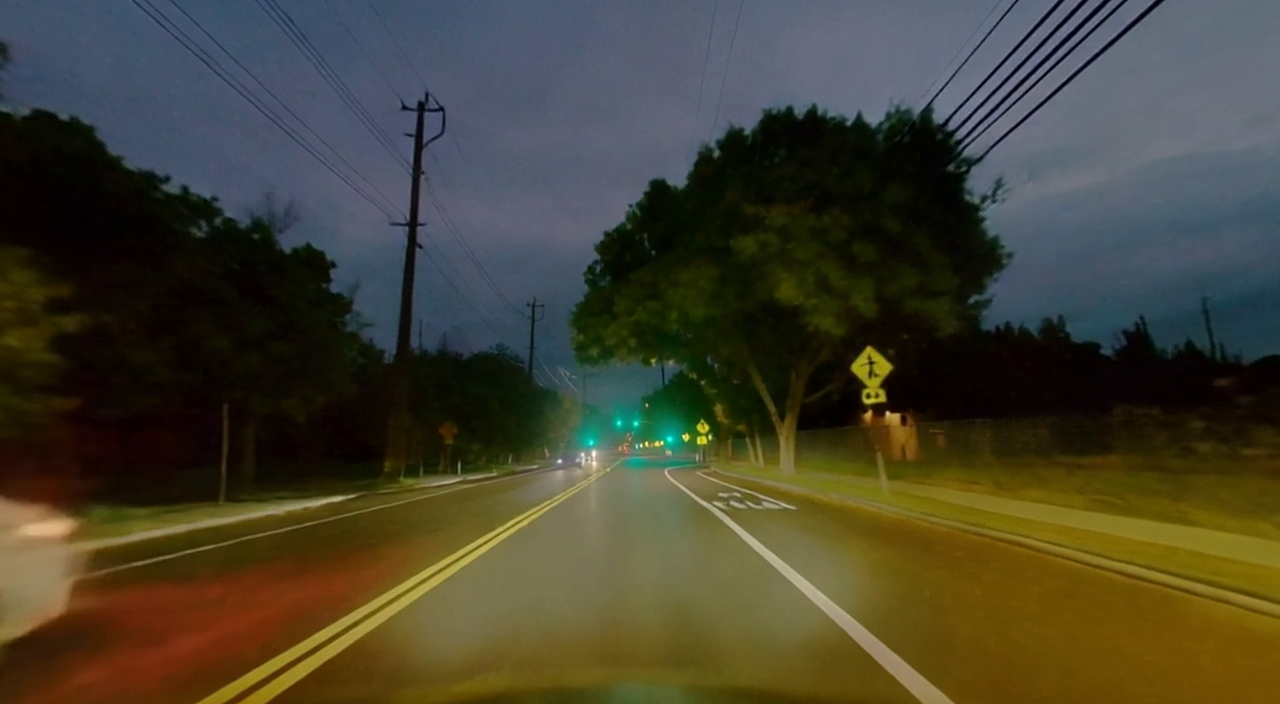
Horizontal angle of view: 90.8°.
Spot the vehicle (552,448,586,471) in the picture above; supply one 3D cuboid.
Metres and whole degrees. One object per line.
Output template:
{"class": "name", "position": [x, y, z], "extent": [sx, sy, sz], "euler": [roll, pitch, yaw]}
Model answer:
{"class": "vehicle", "position": [-4.942, 7.521, 44.448], "extent": [1.966, 1.468, 4.207], "euler": [0, -8, 0]}
